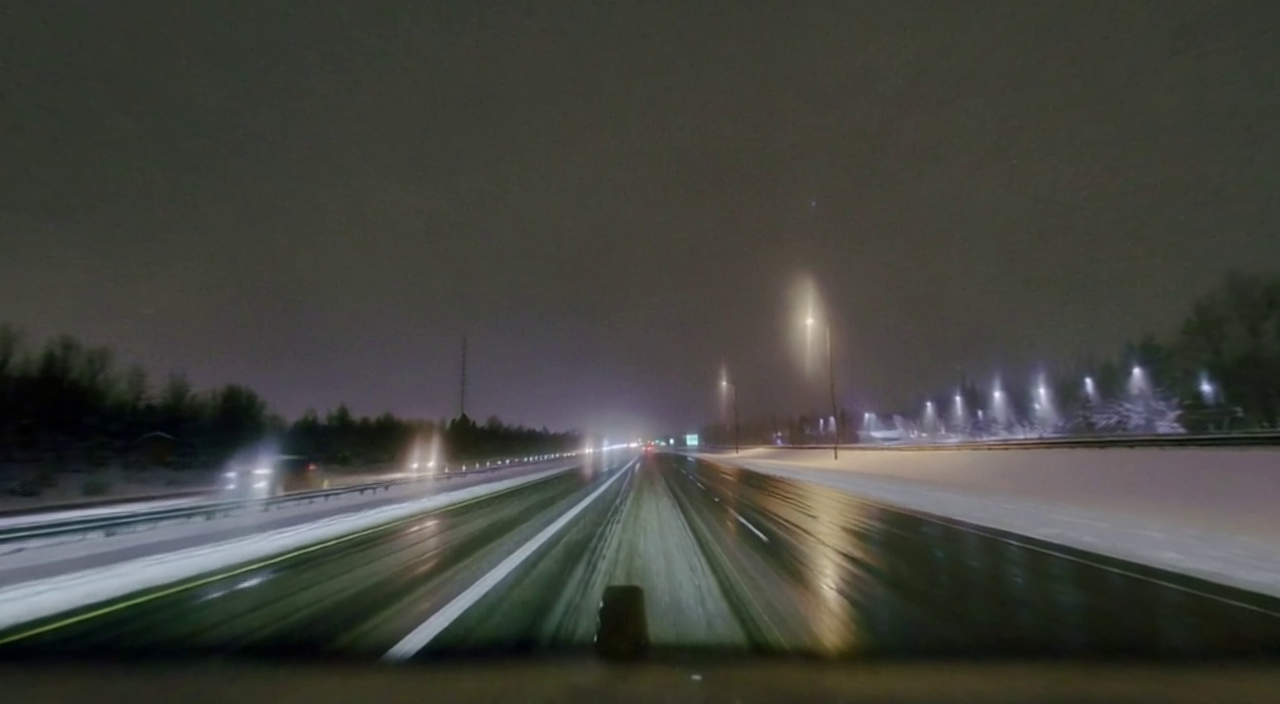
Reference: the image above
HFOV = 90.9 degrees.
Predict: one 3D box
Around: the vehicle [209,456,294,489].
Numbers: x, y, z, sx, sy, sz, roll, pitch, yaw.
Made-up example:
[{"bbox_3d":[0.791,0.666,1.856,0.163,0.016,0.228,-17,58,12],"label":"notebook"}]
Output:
[{"bbox_3d":[-20.853,6.471,34.073,1.841,1.547,4.275,-1,-9,1],"label":"vehicle"}]
